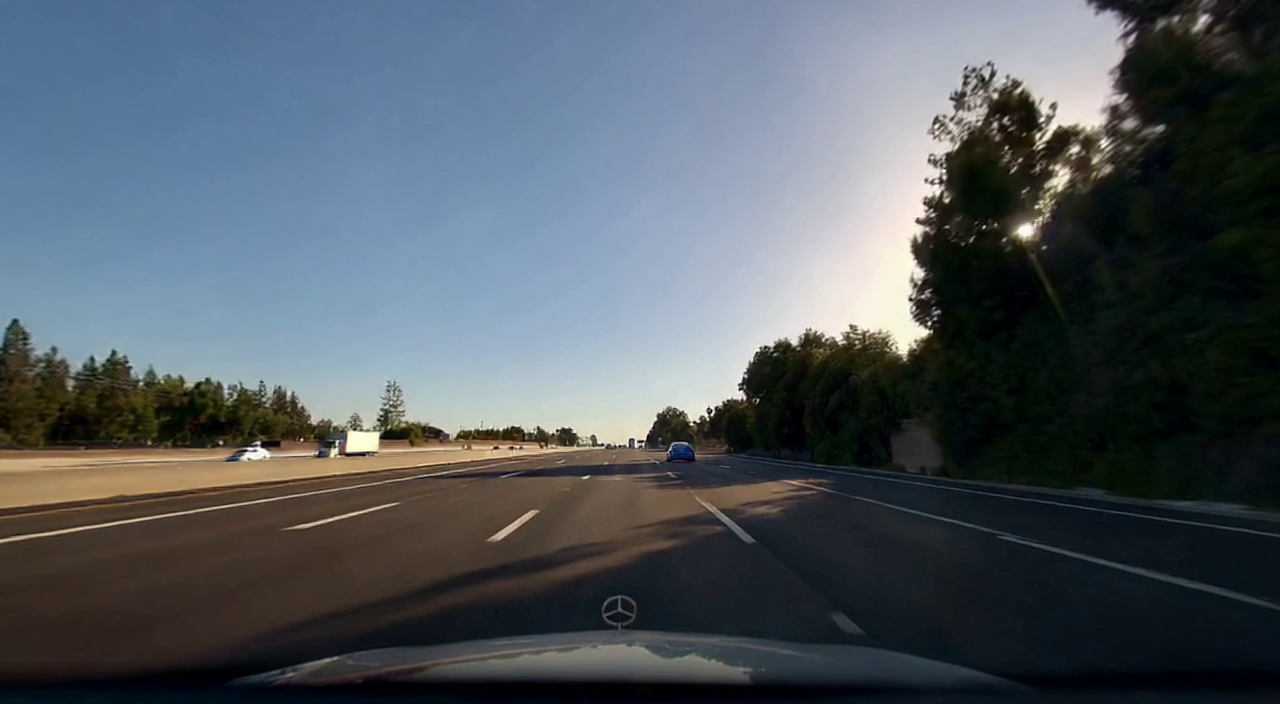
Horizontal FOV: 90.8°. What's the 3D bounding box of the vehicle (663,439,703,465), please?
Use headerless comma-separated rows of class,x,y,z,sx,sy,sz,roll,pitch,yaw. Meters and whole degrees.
vehicle,2.733,6.517,41.412,2.270,1.615,3.770,0,-8,-1
